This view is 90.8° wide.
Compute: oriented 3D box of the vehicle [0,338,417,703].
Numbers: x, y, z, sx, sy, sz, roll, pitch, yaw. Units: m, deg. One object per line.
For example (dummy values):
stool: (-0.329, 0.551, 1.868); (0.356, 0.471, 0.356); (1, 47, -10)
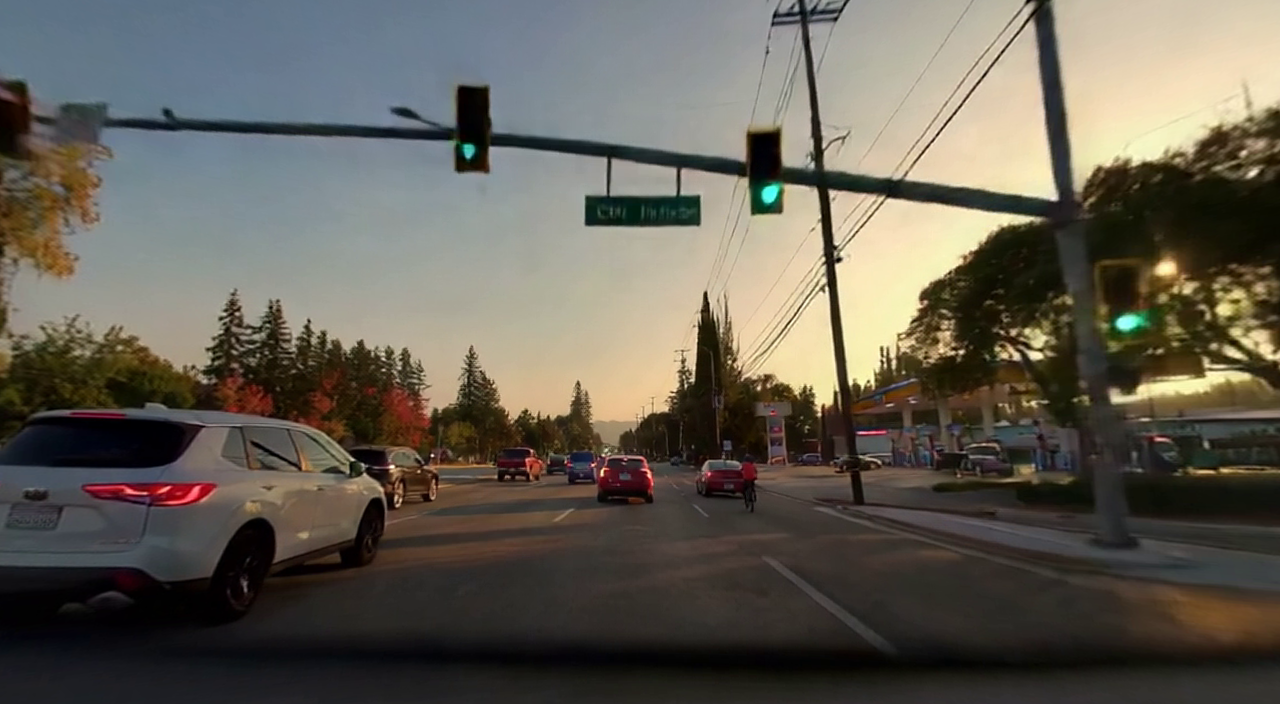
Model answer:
vehicle: (-3.449, 1.100, 4.668); (1.922, 1.642, 4.547); (0, -9, 0)

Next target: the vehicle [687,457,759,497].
vehicle: (3.030, 4.700, 24.078); (2.065, 1.302, 4.416); (0, -9, -1)

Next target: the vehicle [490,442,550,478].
vehicle: (-6.762, 6.153, 36.277); (2.385, 1.918, 5.056); (0, -9, 1)

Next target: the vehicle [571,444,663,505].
vehicle: (-0.538, 3.274, 17.322); (2.189, 1.437, 4.135); (0, -9, 0)
